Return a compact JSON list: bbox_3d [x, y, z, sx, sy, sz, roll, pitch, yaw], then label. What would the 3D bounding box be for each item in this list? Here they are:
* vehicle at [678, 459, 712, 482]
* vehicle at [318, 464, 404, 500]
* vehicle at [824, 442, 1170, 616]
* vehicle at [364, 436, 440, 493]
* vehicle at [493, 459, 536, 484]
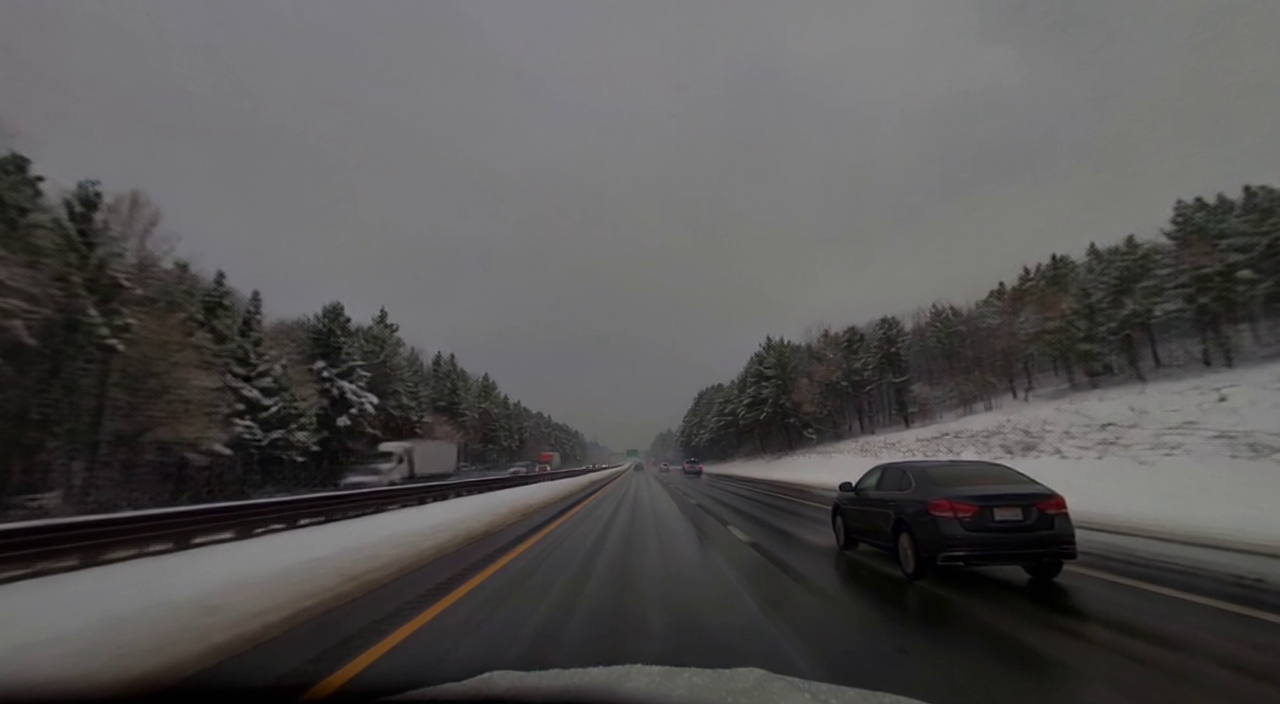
[{"bbox_3d":[3.997,8.737,46.544,2.156,1.569,3.821,1,-10,0],"label":"vehicle"},{"bbox_3d":[-12.833,5.986,29.307,1.884,1.483,4.483,1,-10,0],"label":"vehicle"},{"bbox_3d":[3.743,1.926,7.606,1.825,1.494,3.959,1,-10,0],"label":"vehicle"},{"bbox_3d":[-12.863,6.140,34.421,2.258,2.849,4.096,0,-10,3],"label":"vehicle"},{"bbox_3d":[-8.755,8.373,44.245,1.958,1.576,4.727,1,-10,1],"label":"vehicle"}]
